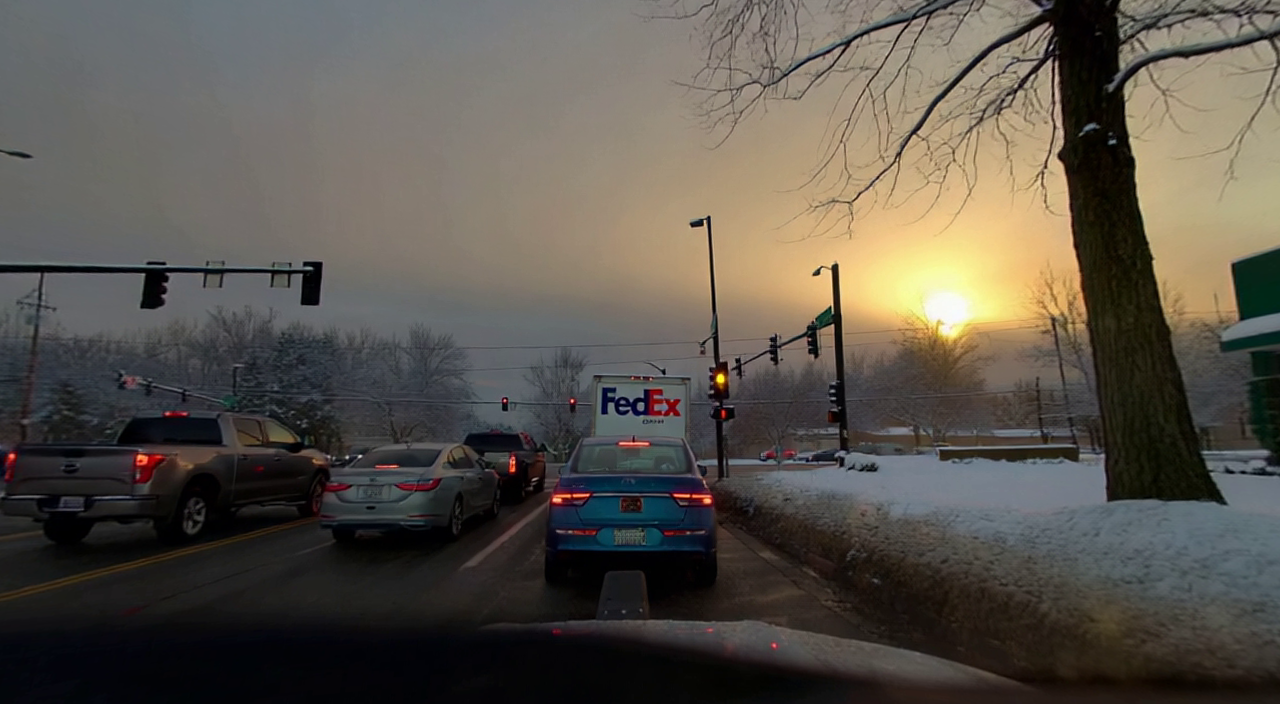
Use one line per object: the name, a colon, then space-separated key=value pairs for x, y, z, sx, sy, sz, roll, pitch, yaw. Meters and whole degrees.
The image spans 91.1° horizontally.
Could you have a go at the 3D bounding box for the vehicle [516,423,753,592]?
vehicle: x=-0.047 y=1.738 z=7.909 sx=2.145 sy=1.513 sz=4.269 roll=0 pitch=-9 yaw=0

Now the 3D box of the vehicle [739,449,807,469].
vehicle: x=10.274 y=8.284 z=48.669 sx=4.841 sy=1.494 sz=1.829 roll=1 pitch=-9 yaw=-5

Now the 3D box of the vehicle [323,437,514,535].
vehicle: x=-3.874 y=2.398 z=11.941 sx=1.949 sy=1.487 sz=4.390 roll=0 pitch=-9 yaw=1

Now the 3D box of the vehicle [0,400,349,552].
vehicle: x=-7.291 y=1.977 z=10.736 sx=2.125 sy=1.893 sz=5.498 roll=0 pitch=-9 yaw=-2
